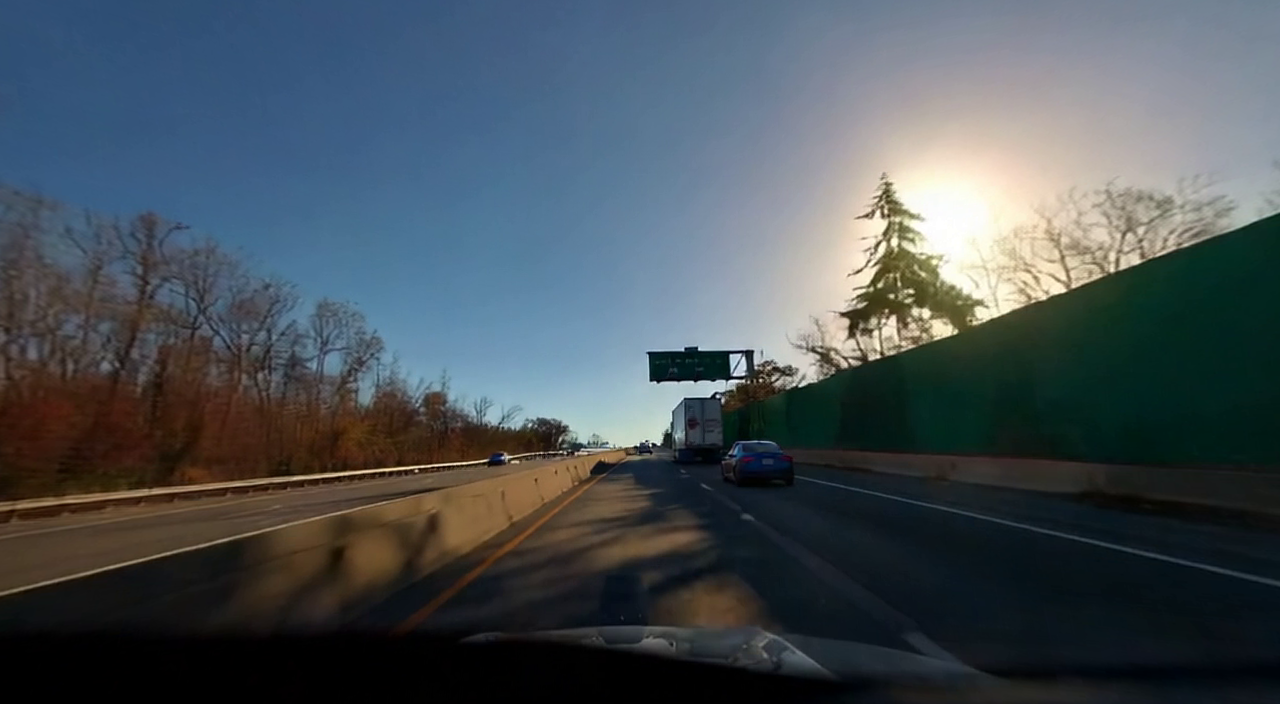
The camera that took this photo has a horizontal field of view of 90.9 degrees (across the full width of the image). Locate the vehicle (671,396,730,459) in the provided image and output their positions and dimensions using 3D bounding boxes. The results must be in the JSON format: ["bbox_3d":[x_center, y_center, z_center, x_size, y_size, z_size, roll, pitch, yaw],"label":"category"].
[{"bbox_3d":[4.400,6.169,49.876,3.255,4.142,16.256,0,-8,1],"label":"vehicle"}]

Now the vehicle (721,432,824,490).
[{"bbox_3d":[3.736,3.161,18.628,2.000,1.473,4.440,0,-8,-1],"label":"vehicle"}]
